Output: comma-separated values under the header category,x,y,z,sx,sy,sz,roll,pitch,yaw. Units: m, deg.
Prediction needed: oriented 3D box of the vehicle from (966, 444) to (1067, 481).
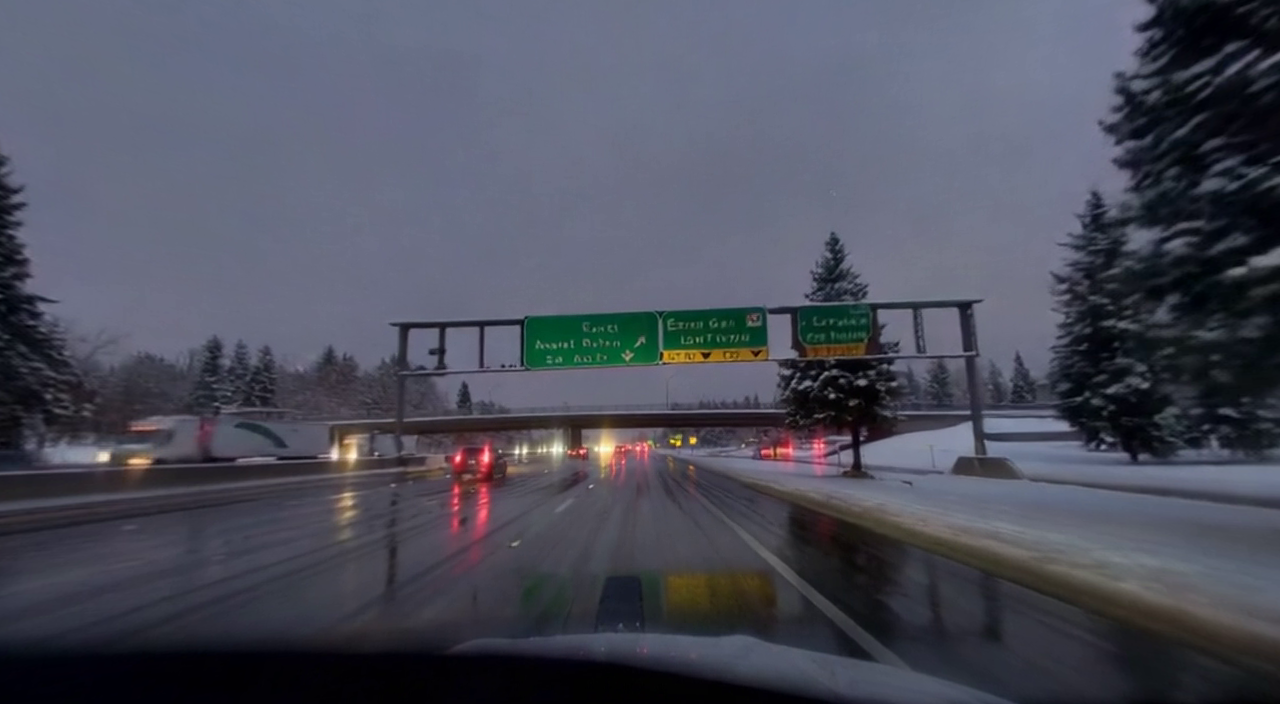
category,x,y,z,sx,sy,sz,roll,pitch,yaw
vehicle,17.732,5.198,29.966,2.012,1.601,4.565,0,-8,0

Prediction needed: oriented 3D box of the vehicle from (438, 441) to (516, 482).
category,x,y,z,sx,sy,sz,roll,pitch,yaw
vehicle,-6.481,4.408,25.593,1.985,1.513,4.172,0,-9,1

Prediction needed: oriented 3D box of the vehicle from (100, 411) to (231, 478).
category,x,y,z,sx,sy,sz,roll,pitch,yaw
vehicle,-31.749,6.260,42.620,3.220,4.166,6.903,0,-9,1
